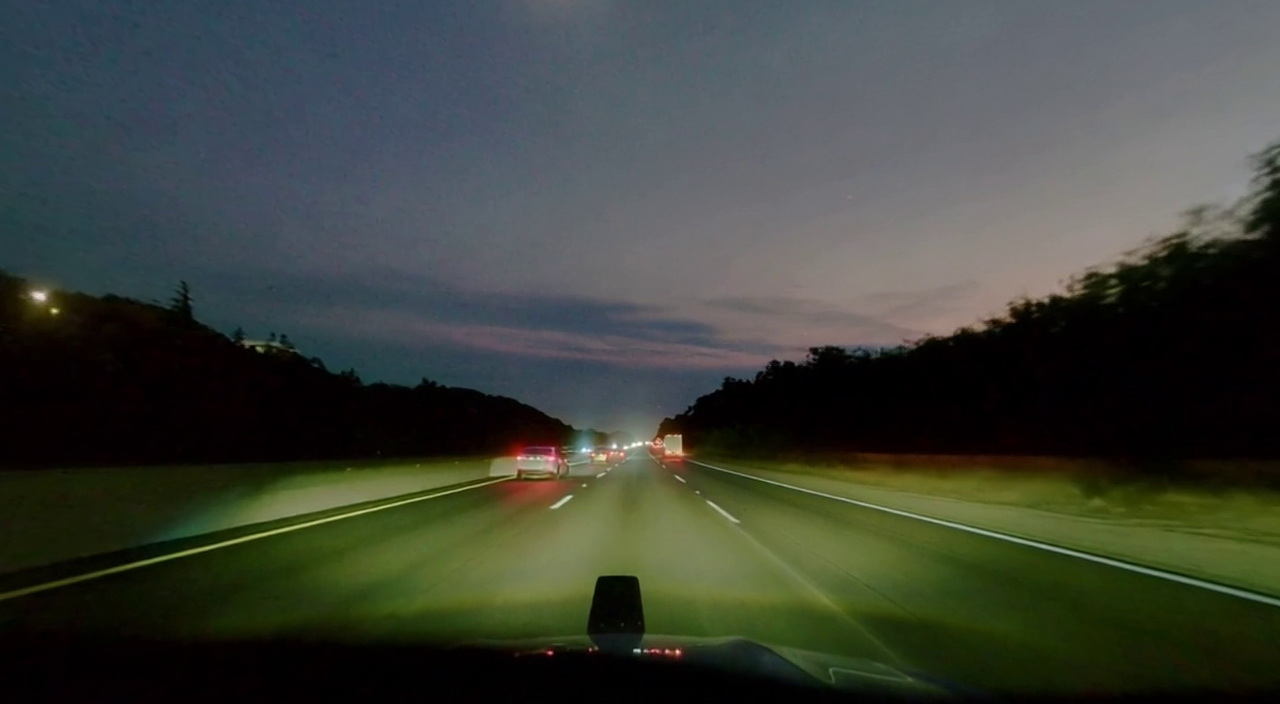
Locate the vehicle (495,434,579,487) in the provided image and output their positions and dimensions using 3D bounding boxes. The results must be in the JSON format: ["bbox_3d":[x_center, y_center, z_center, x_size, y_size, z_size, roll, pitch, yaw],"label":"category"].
[{"bbox_3d":[-3.508,3.799,22.332,2.108,1.666,4.558,0,-9,1],"label":"vehicle"}]
